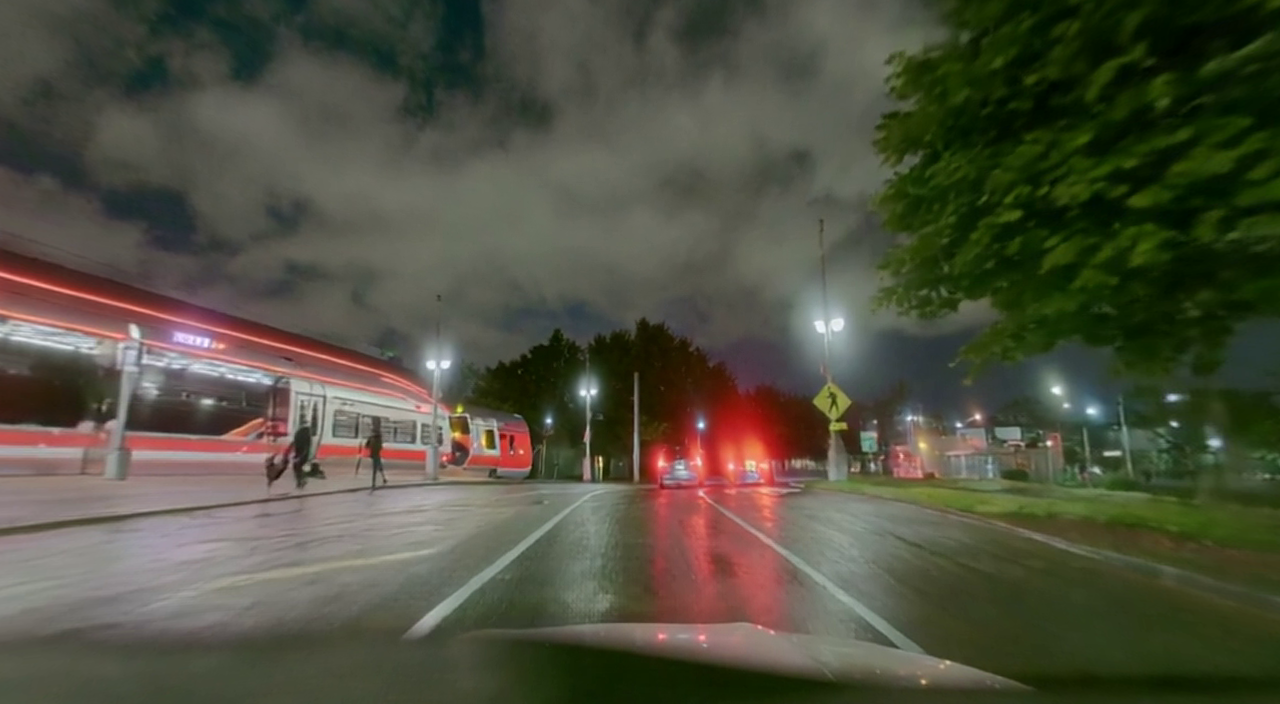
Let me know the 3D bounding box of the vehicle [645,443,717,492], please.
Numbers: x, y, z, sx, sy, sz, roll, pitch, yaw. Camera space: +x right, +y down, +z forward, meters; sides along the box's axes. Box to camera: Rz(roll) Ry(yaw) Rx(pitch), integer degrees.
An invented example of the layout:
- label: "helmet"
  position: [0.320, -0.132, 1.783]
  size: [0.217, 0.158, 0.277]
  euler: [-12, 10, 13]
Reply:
- label: "vehicle"
  position: [1.749, 4.575, 25.524]
  size: [2.263, 1.765, 4.237]
  euler: [-2, -9, 12]

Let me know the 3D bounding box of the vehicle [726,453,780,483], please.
- label: "vehicle"
  position: [7.213, 7.296, 40.079]
  size: [2.010, 1.725, 4.320]
  euler: [-5, -10, 29]
